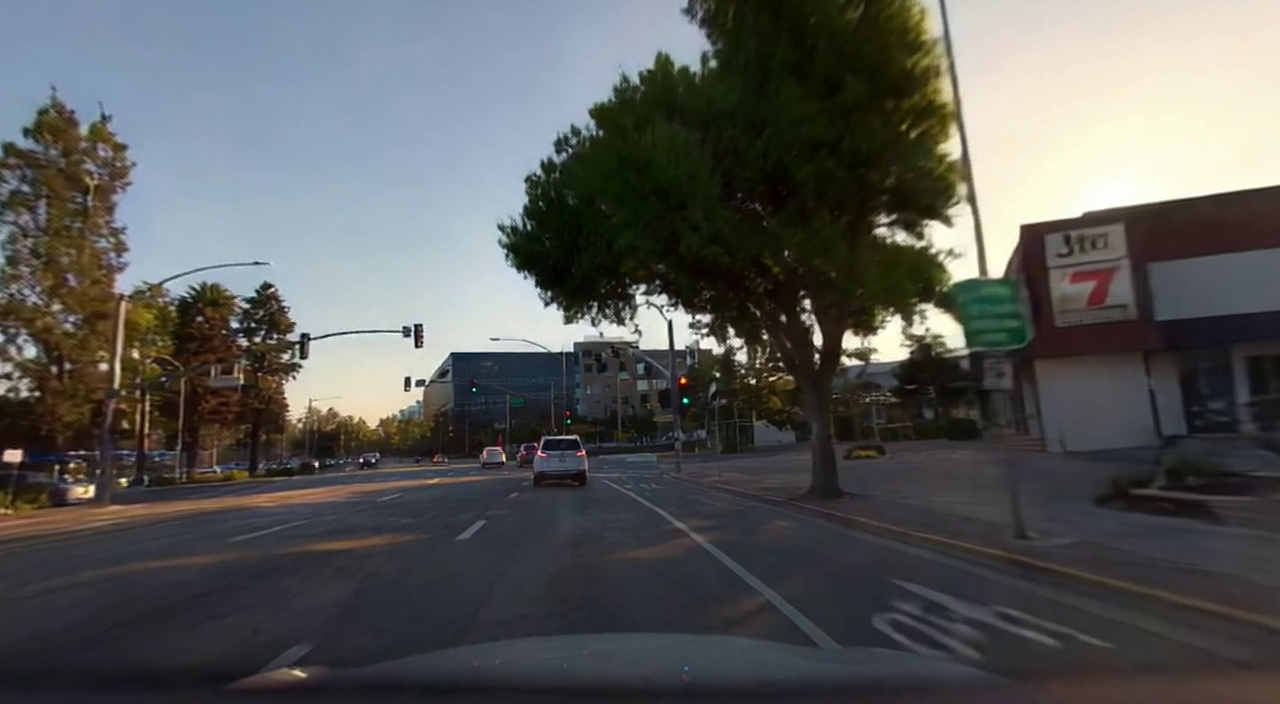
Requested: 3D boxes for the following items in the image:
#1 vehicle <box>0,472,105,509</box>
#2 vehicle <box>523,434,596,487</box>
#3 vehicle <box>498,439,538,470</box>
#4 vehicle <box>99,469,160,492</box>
[{"bbox_3d":[-29.619,6.733,30.757,4.804,1.544,2.244,2,-9,-17],"label":"vehicle"},{"bbox_3d":[-3.045,3.948,23.286,2.227,1.733,3.930,2,-9,-13],"label":"vehicle"},{"bbox_3d":[-8.332,6.902,42.811,2.067,1.947,4.628,2,-9,-18],"label":"vehicle"},{"bbox_3d":[-39.521,9.951,49.034,2.004,1.479,4.230,2,-9,-14],"label":"vehicle"}]
